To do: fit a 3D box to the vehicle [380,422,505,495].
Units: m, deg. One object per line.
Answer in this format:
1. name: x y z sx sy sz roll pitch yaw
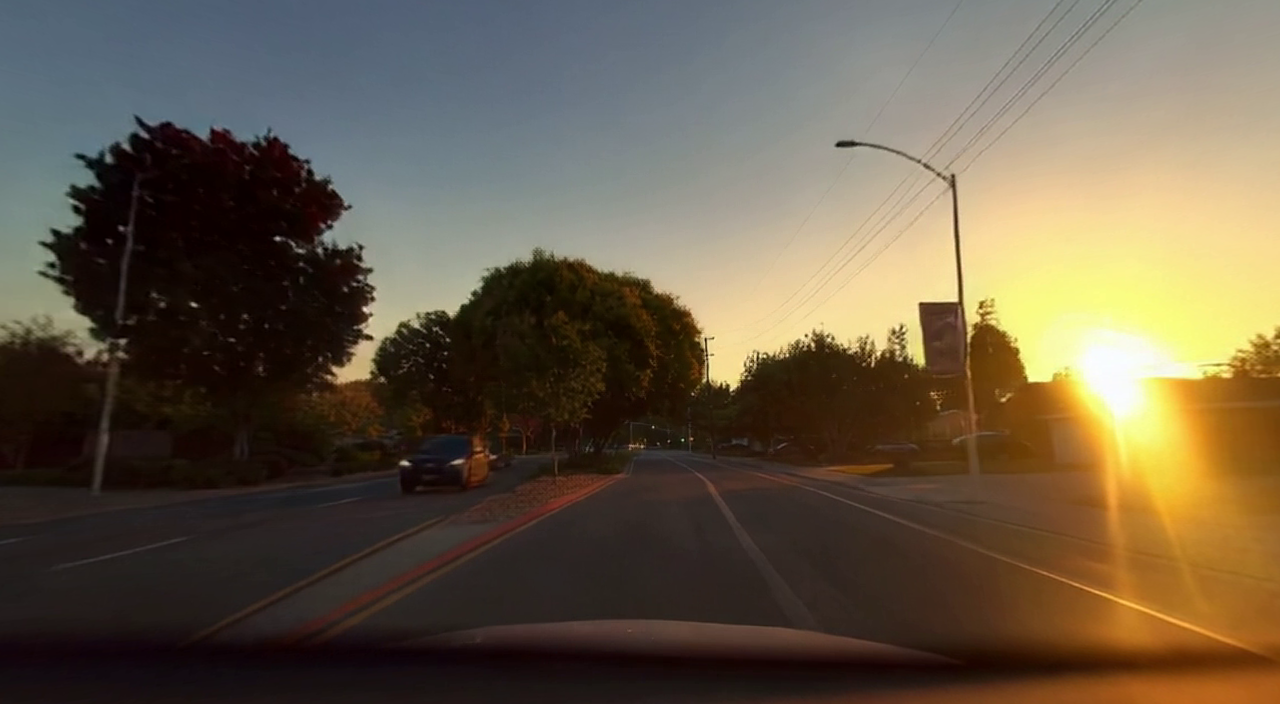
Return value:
1. vehicle: -5.284 2.934 17.632 2.128 1.753 4.516 0 -8 -2
